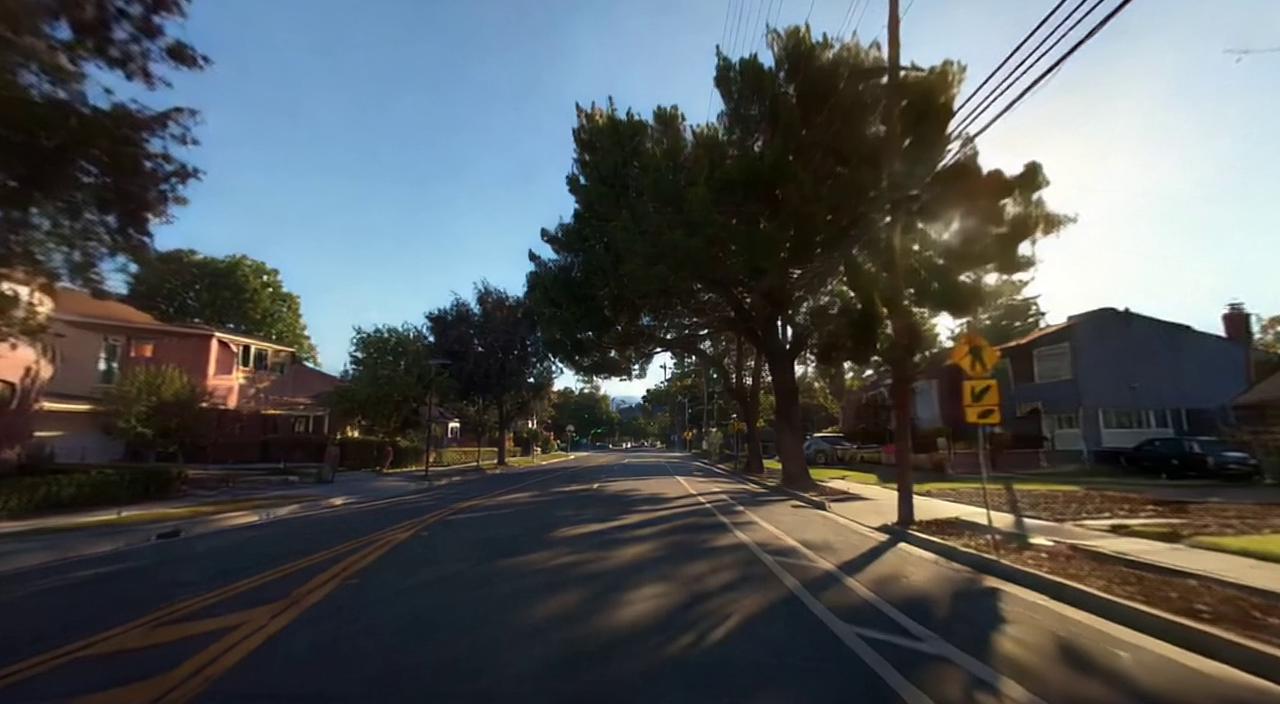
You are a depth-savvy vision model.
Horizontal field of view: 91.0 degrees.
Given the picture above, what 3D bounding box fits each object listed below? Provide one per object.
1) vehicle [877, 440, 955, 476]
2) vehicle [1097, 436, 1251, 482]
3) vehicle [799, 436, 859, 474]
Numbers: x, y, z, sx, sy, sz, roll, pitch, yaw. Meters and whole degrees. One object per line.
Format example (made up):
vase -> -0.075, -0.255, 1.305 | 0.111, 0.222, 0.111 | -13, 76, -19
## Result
vehicle -> 13.742, 5.303, 31.660 | 1.935, 1.683, 4.669 | 0, -9, 3
vehicle -> 21.218, 4.232, 25.169 | 3.943, 1.664, 2.391 | 0, -8, -1
vehicle -> 10.483, 5.753, 35.259 | 1.912, 1.953, 4.651 | 0, -9, 0
